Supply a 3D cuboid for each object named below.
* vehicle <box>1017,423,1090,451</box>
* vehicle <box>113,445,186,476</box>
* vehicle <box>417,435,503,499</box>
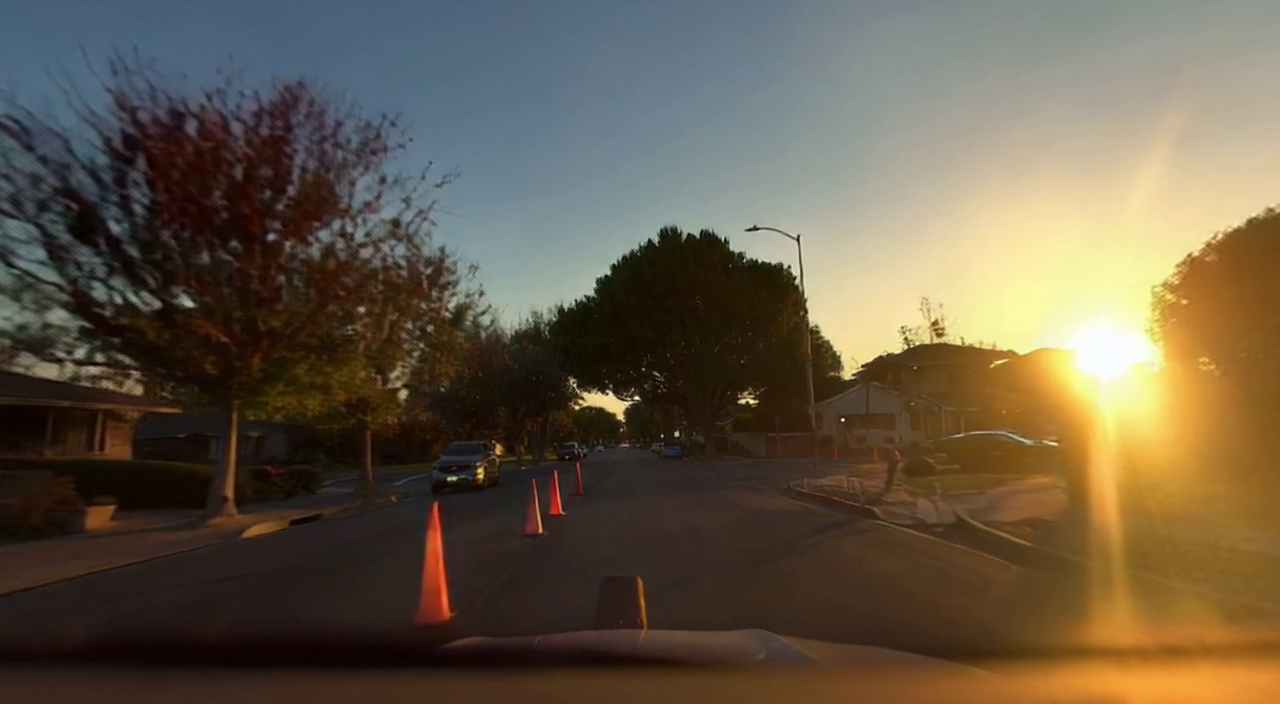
[{"bbox_3d":[30.010,6.132,46.091,1.923,1.805,4.876,-2,-6,-1],"label":"vehicle"},{"bbox_3d":[-35.917,7.949,46.433,1.821,1.691,4.510,-3,-4,0],"label":"vehicle"},{"bbox_3d":[-6.046,3.829,21.708,2.087,1.835,4.445,-2,-7,-6],"label":"vehicle"}]
